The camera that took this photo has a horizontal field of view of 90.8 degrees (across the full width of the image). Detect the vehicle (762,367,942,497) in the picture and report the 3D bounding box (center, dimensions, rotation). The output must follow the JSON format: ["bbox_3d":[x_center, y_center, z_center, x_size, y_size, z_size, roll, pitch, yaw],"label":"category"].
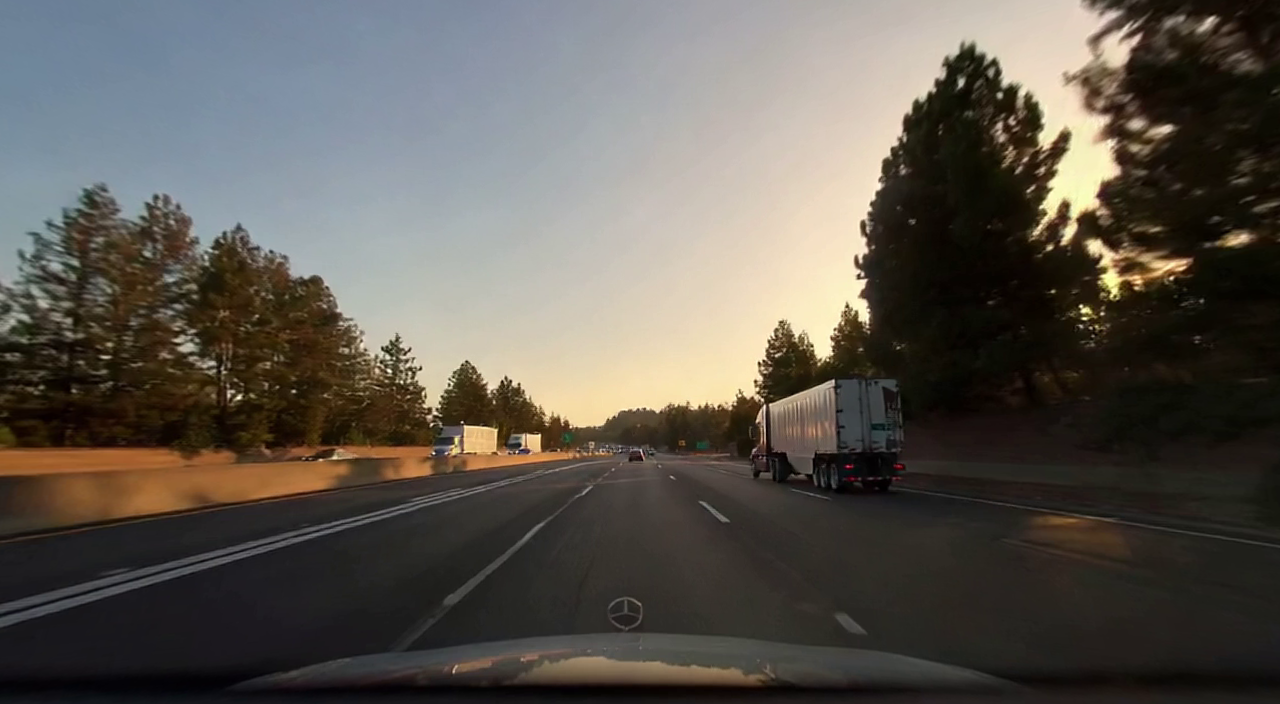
[{"bbox_3d":[6.982,3.019,23.094,2.821,3.681,10.415,0,-9,-1],"label":"vehicle"}]
